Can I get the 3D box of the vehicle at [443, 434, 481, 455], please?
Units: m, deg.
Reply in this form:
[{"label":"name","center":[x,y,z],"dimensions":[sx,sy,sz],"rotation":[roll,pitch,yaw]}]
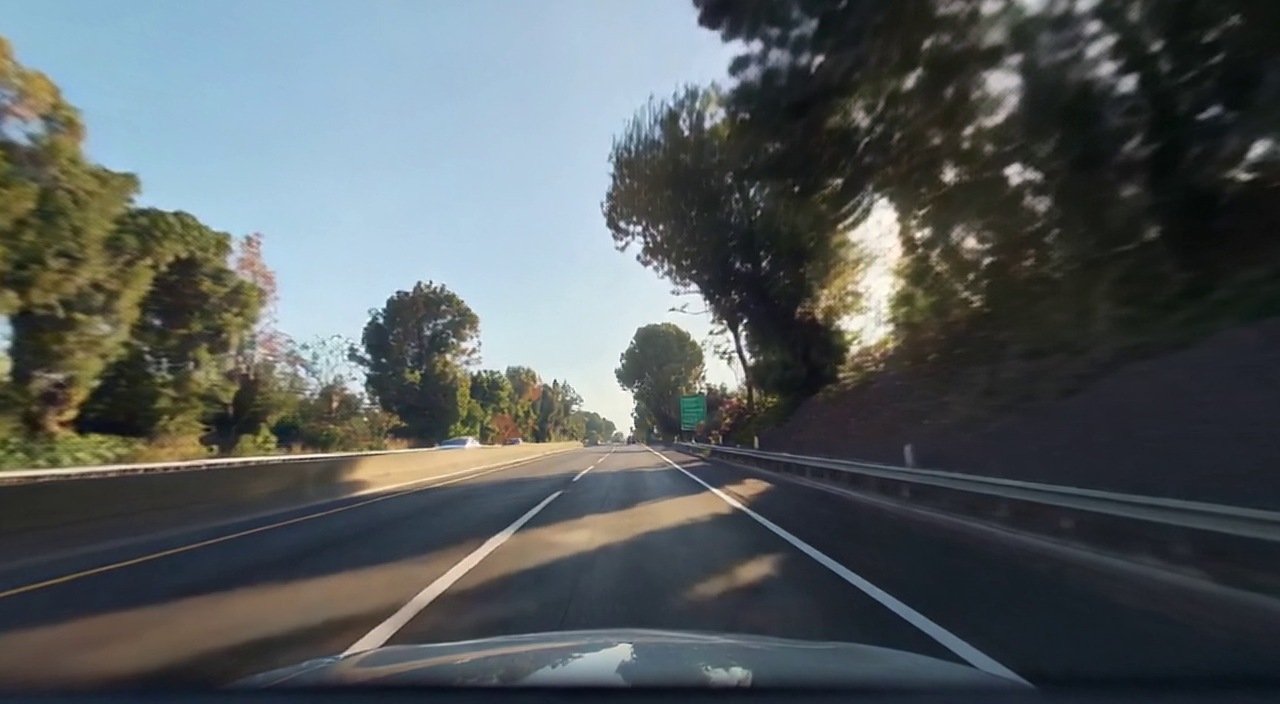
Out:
[{"label":"vehicle","center":[-13.924,7.221,49.514],"dimensions":[1.837,1.574,4.094],"rotation":[0,-8,-1]}]
